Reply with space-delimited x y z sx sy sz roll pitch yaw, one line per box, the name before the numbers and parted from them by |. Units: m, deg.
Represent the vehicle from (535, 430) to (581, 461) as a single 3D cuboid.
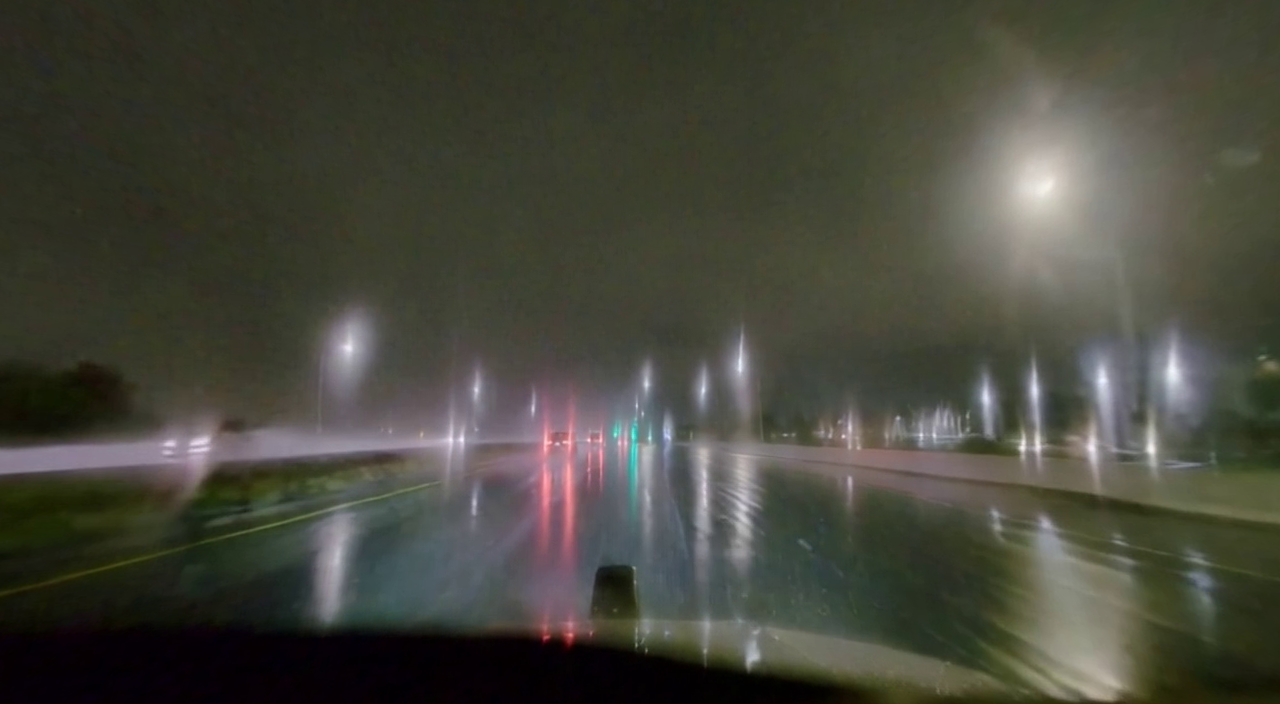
vehicle | -4.461 5.155 35.012 2.062 1.591 4.156 0 -8 -1
